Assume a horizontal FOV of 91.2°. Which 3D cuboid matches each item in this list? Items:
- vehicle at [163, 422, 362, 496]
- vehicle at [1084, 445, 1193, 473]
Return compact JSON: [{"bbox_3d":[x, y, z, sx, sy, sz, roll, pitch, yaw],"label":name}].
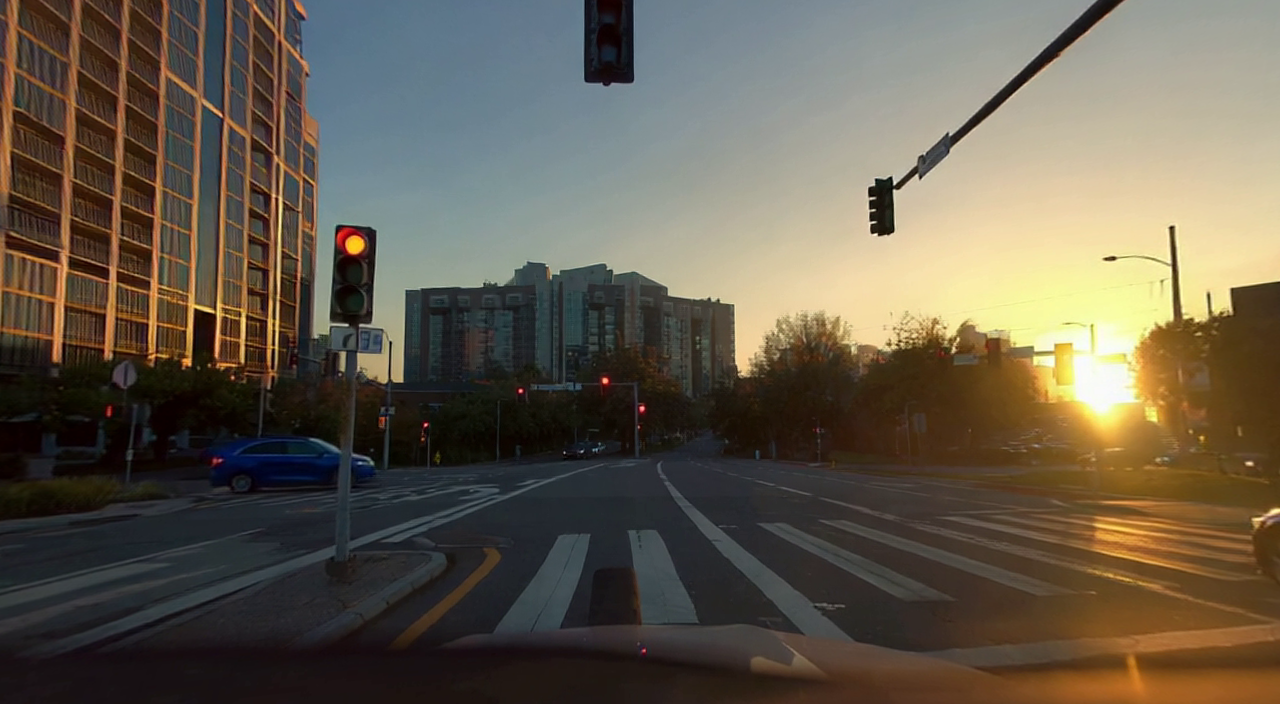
[{"bbox_3d":[-16.808,4.788,28.488,7.088,3.096,2.678,2,-9,-13],"label":"vehicle"},{"bbox_3d":[29.327,6.277,36.974,4.736,1.542,1.966,0,-9,-1],"label":"vehicle"}]
